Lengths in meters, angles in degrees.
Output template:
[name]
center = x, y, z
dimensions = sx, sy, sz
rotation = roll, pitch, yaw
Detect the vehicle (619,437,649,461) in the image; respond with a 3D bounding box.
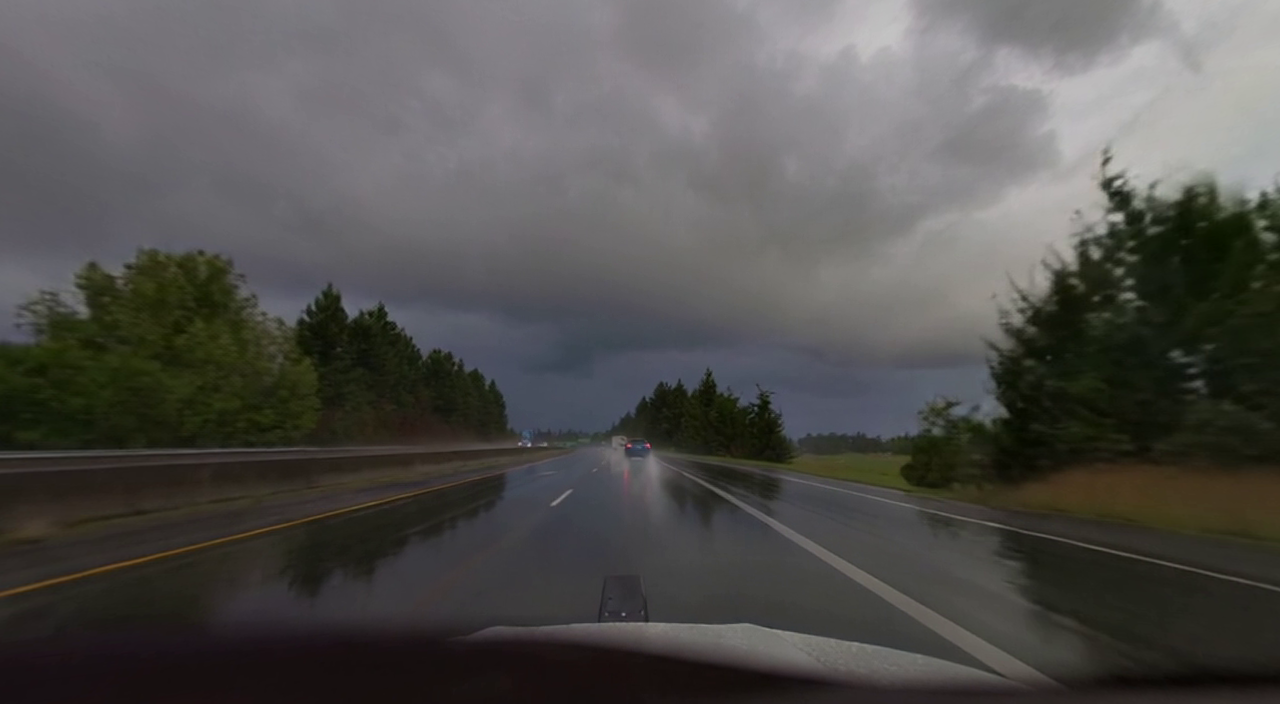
[vehicle]
center = -0.536, 7.343, 47.735
dimensions = 2.079, 1.729, 4.380
rotation = 0, -8, -3
